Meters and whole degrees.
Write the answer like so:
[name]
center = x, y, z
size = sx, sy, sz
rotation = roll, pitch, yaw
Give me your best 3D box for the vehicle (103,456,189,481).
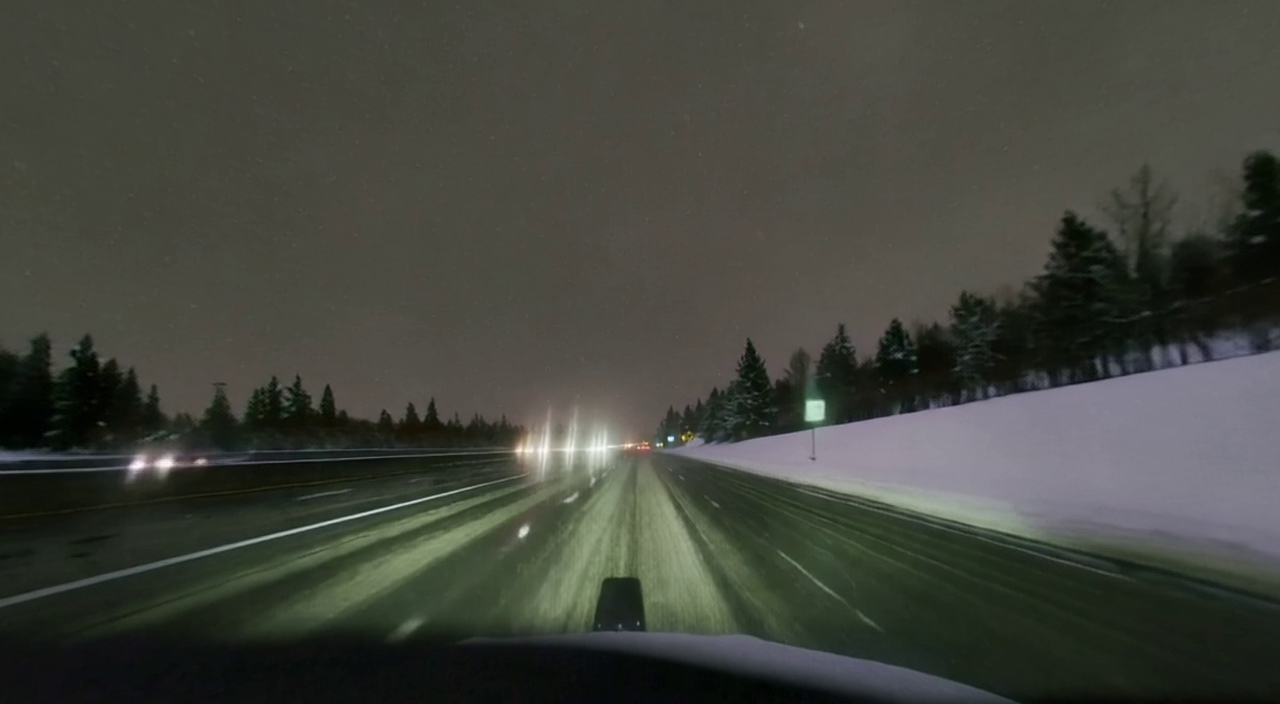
[vehicle]
center = -32.233, 7.593, 41.297
size = 1.933, 1.521, 4.500
rotation = 0, -9, 1
